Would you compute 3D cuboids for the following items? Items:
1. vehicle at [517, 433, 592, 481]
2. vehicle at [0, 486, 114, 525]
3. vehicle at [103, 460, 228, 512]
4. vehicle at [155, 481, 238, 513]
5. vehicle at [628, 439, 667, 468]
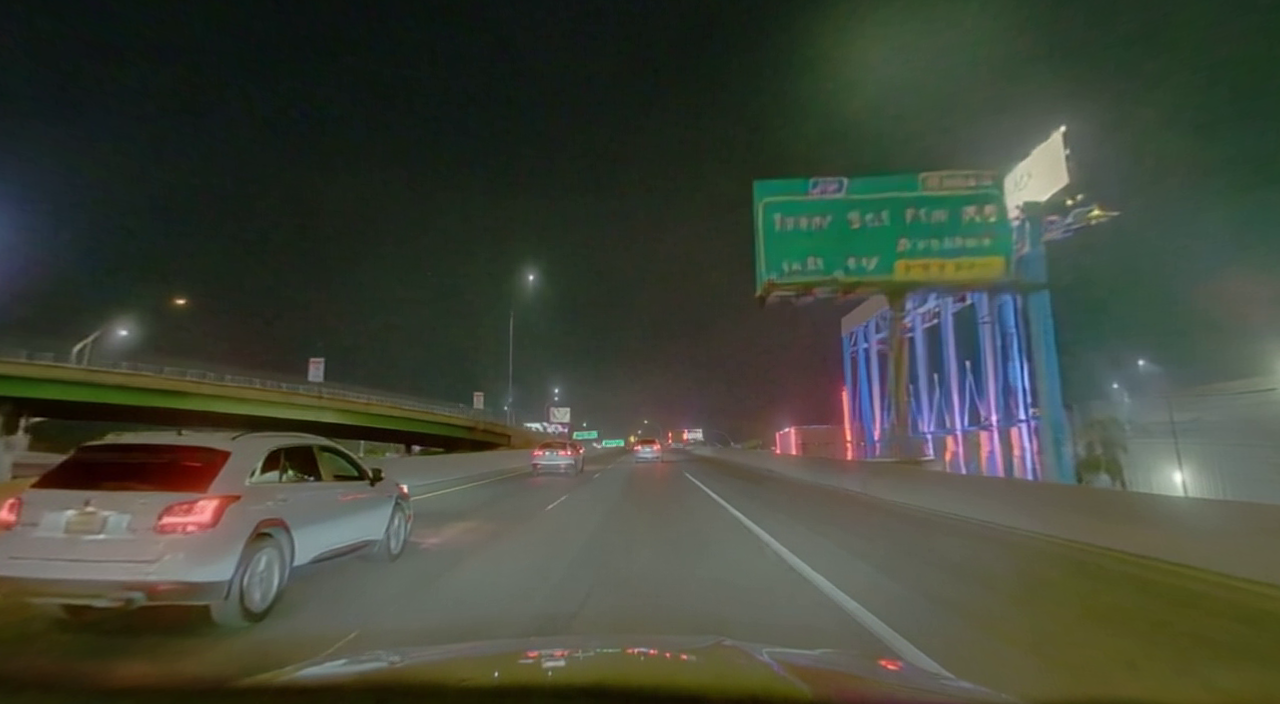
[{"bbox_3d":[-3.034,3.821,23.207,2.064,1.589,4.213,0,-8,2],"label":"vehicle"},{"bbox_3d":[-31.883,8.379,34.666,2.059,1.636,4.402,0,-8,1],"label":"vehicle"},{"bbox_3d":[-35.250,9.942,47.422,2.842,3.235,8.652,-5,-10,-1],"label":"vehicle"},{"bbox_3d":[-28.145,9.177,40.230,1.915,1.619,4.587,0,-8,1],"label":"vehicle"},{"bbox_3d":[0.363,5.211,32.678,1.877,1.386,3.872,0,-8,0],"label":"vehicle"}]
